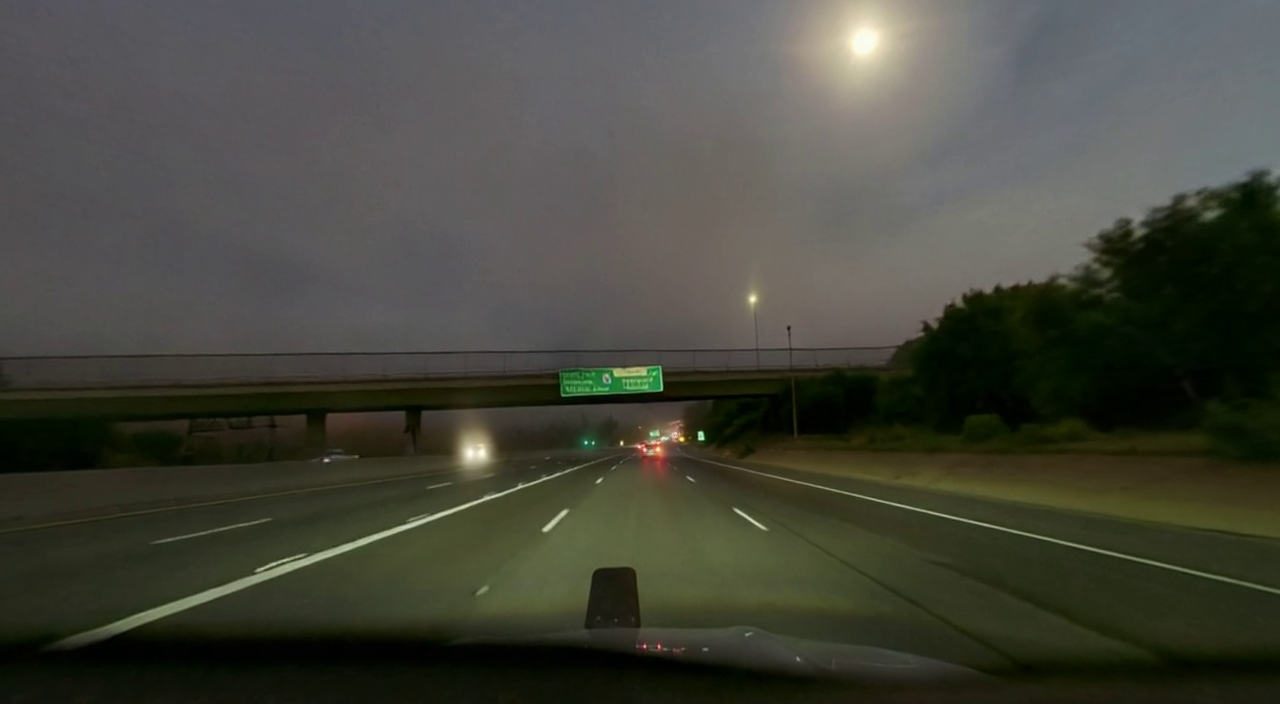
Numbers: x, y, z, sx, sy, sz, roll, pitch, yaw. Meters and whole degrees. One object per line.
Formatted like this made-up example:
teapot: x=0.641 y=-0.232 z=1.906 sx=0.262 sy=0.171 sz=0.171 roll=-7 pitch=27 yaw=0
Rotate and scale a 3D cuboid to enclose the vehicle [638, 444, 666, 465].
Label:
vehicle: x=0.872 y=7.578 z=46.941 sx=1.970 sy=1.477 sz=4.158 roll=0 pitch=-9 yaw=0
